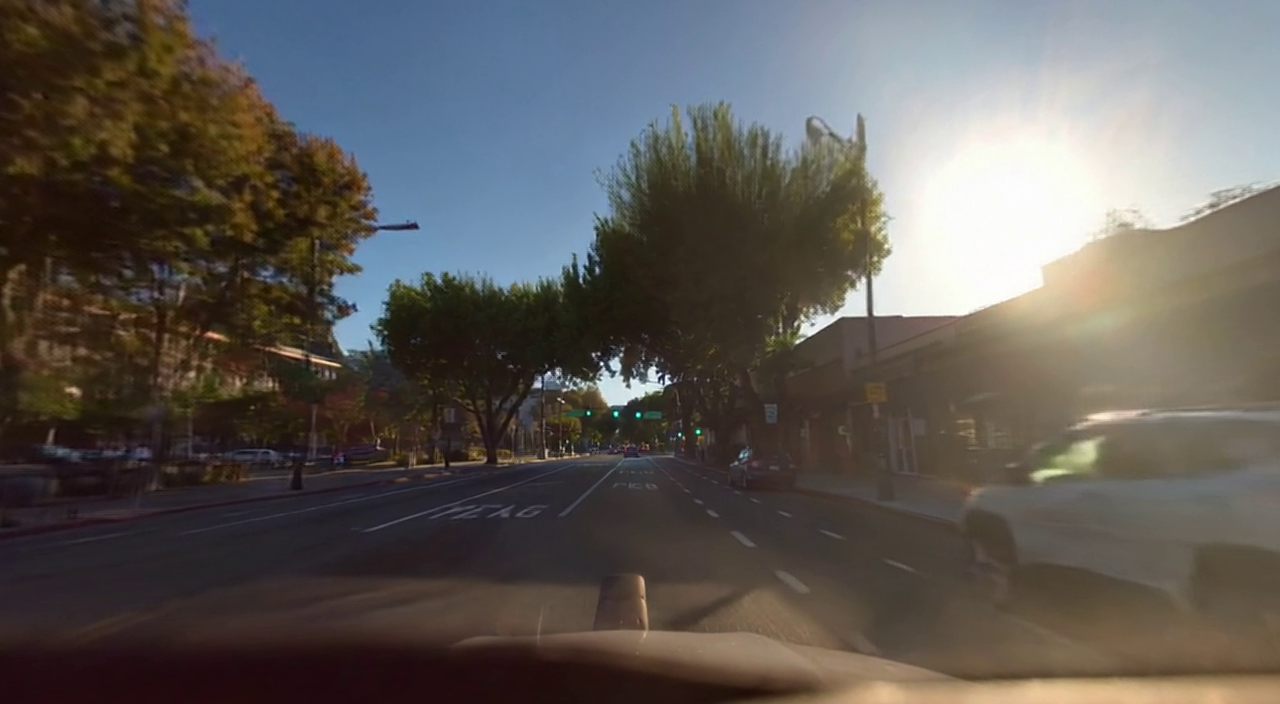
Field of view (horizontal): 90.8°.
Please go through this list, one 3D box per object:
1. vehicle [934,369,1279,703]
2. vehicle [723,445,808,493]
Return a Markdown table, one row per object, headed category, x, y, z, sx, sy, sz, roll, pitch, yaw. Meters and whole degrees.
| category | x | y | z | sx | sy | sz | roll | pitch | yaw |
| --- | --- | --- | --- | --- | --- | --- | --- | --- | --- |
| vehicle | 4.084 | 1.150 | 4.297 | 1.957 | 1.753 | 4.413 | 0 | -8 | -1 |
| vehicle | 4.192 | 3.963 | 21.784 | 1.856 | 1.462 | 4.501 | 0 | -8 | -2 |
